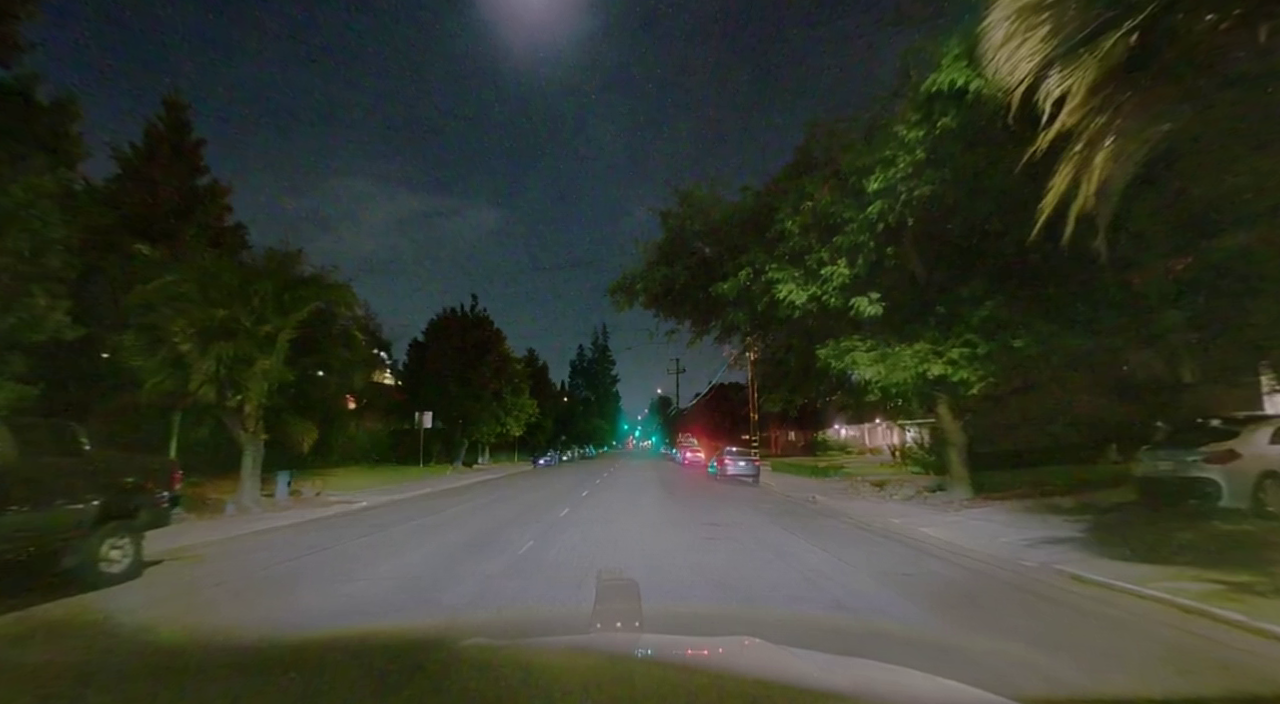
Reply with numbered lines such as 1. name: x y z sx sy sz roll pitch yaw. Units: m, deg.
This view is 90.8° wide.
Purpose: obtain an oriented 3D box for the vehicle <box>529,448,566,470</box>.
1. vehicle: -6.551 7.599 45.133 2.031 1.454 4.410 0 -9 0

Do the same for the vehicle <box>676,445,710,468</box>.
1. vehicle: 3.569 7.117 43.197 1.763 1.432 4.323 0 -9 -2

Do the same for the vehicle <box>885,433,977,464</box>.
1. vehicle: 16.795 5.622 36.637 4.355 1.674 1.914 -1 -10 1

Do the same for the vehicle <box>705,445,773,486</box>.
1. vehicle: 3.746 4.355 24.581 1.782 1.439 4.037 0 -9 -3

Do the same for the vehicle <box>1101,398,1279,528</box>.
1. vehicle: 10.265 1.660 9.635 4.864 1.747 1.956 0 -9 -1

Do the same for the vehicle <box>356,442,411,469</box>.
1. vehicle: -17.924 7.258 44.415 1.925 1.750 4.489 0 -9 1

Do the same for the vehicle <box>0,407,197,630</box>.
1. vehicle: -6.303 1.378 5.130 2.058 1.805 4.584 -1 -10 0
